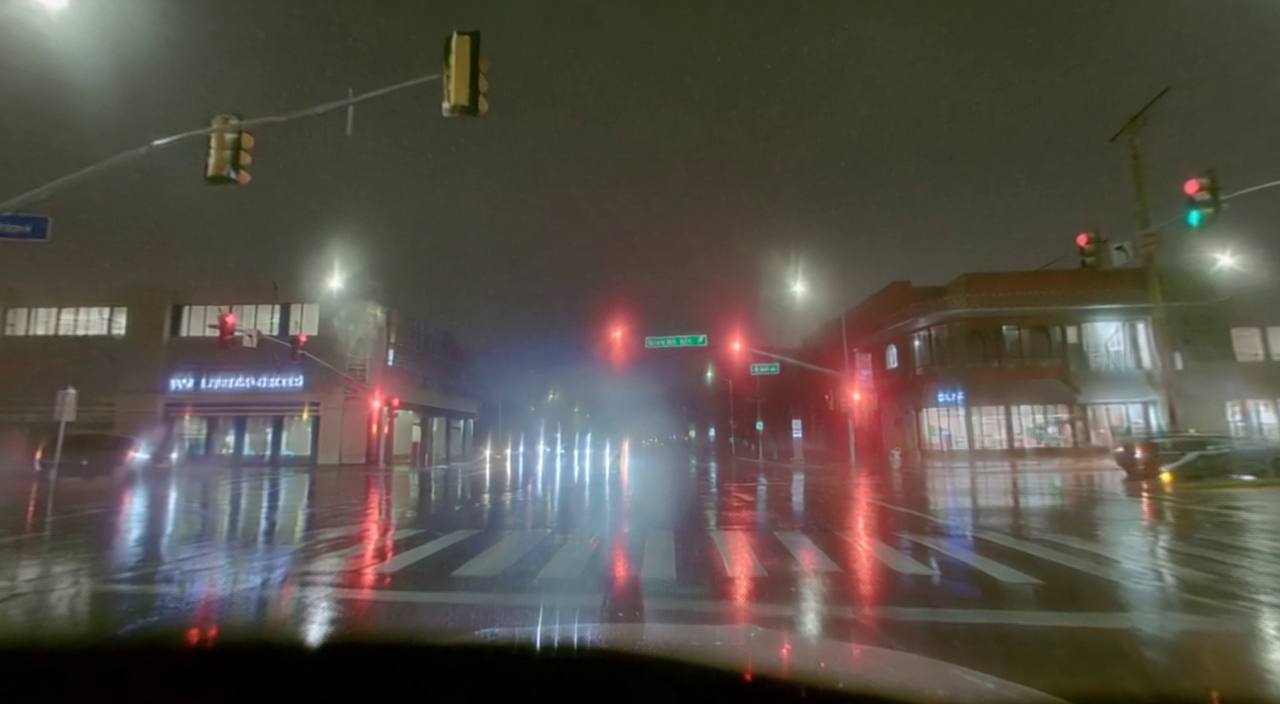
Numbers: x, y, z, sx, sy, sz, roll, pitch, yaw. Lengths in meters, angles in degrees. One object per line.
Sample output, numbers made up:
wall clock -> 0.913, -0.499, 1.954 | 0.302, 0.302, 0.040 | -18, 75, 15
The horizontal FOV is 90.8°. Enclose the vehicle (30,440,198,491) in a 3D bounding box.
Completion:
vehicle -> -21.158, 4.532, 25.517 | 5.161, 1.910, 2.275 | -2, -9, 11

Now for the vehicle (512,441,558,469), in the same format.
vehicle -> -6.813, 6.739, 41.513 | 2.181, 1.703, 4.512 | -1, -9, 1

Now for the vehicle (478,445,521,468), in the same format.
vehicle -> -9.882, 7.409, 44.860 | 2.106, 1.505, 4.228 | 0, -9, -1

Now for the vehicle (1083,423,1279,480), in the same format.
vehicle -> 15.405, 2.753, 17.518 | 4.651, 1.463, 1.880 | -2, -9, 9
